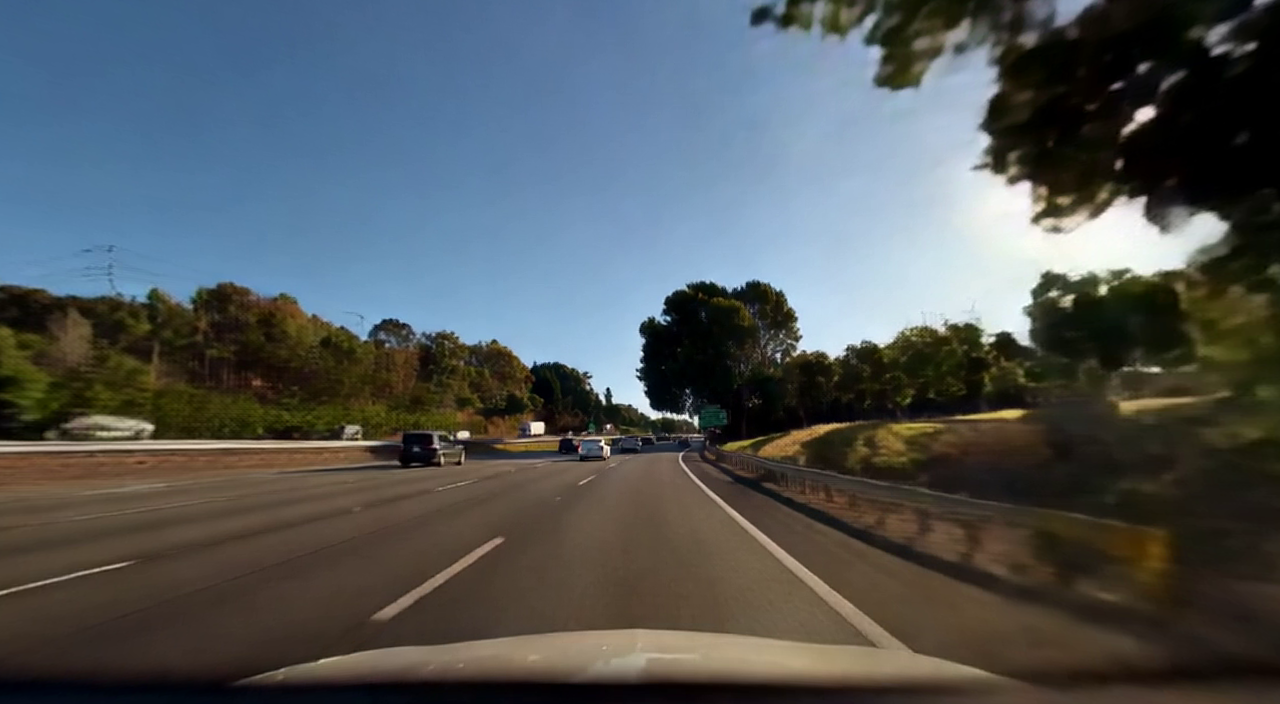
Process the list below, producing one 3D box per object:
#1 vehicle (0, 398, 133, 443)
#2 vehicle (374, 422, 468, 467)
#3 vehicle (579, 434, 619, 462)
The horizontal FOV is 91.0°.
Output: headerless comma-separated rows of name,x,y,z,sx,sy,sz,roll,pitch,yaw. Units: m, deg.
vehicle,-26.165,3.138,27.914,2.225,1.760,5.969,0,-9,2
vehicle,-10.410,4.484,30.484,2.264,1.980,5.574,0,-9,3
vehicle,-2.610,6.302,41.286,2.035,1.673,4.469,0,-9,4
